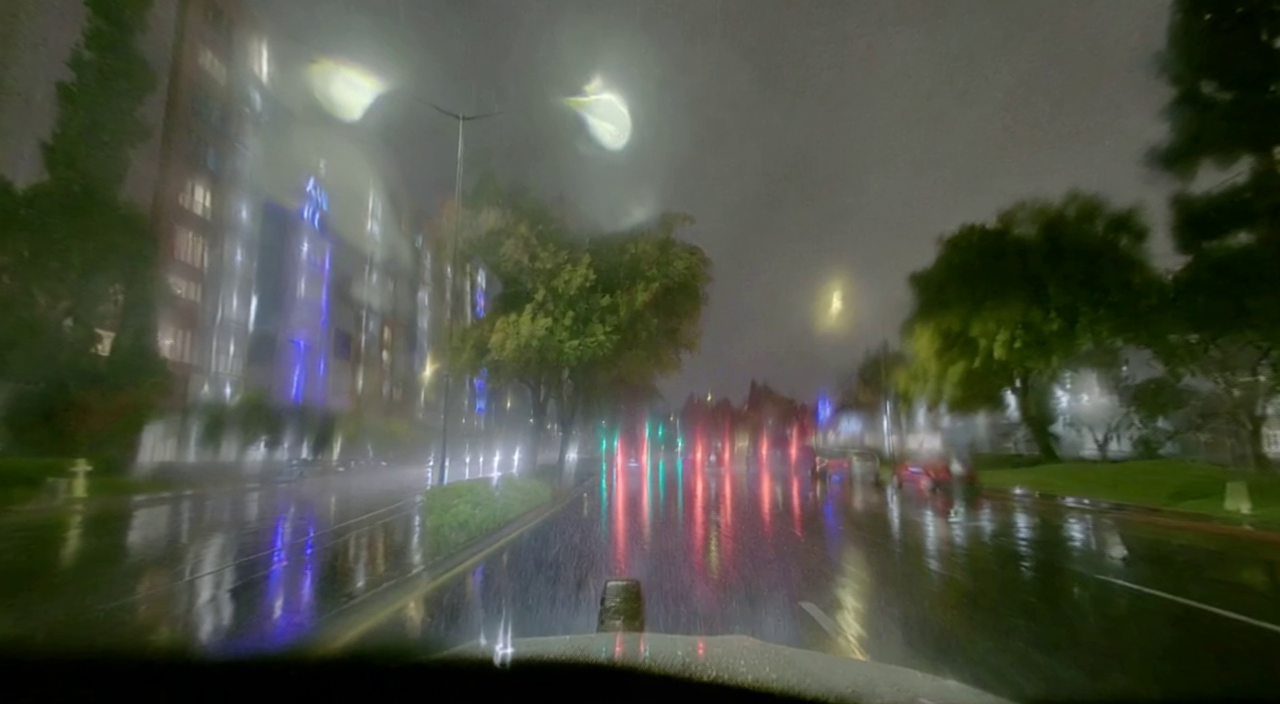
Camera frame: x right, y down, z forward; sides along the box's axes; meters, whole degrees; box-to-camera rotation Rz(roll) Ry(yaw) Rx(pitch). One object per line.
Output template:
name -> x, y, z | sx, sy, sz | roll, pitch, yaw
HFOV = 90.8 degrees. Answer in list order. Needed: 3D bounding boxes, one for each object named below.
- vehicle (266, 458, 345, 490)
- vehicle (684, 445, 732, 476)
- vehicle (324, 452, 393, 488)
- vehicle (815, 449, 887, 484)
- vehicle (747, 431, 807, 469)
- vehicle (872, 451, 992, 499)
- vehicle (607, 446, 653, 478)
vehicle -> -19.156, 6.965, 36.449 | 2.180, 1.608, 4.443 | 0, -9, -1
vehicle -> 3.493, 5.674, 33.286 | 1.993, 1.477, 4.240 | 0, -9, -1
vehicle -> -19.289, 8.073, 43.614 | 2.240, 2.112, 5.268 | 1, -8, 0
vehicle -> 10.132, 5.524, 30.801 | 1.898, 1.502, 4.788 | 0, -9, 0
vehicle -> 10.409, 7.569, 48.831 | 3.082, 2.655, 7.381 | 0, -9, 0
vehicle -> 10.071, 4.248, 22.251 | 1.944, 1.454, 4.647 | 0, -9, -1
vehicle -> -0.466, 5.365, 31.114 | 2.101, 1.444, 4.248 | 0, -9, 0
